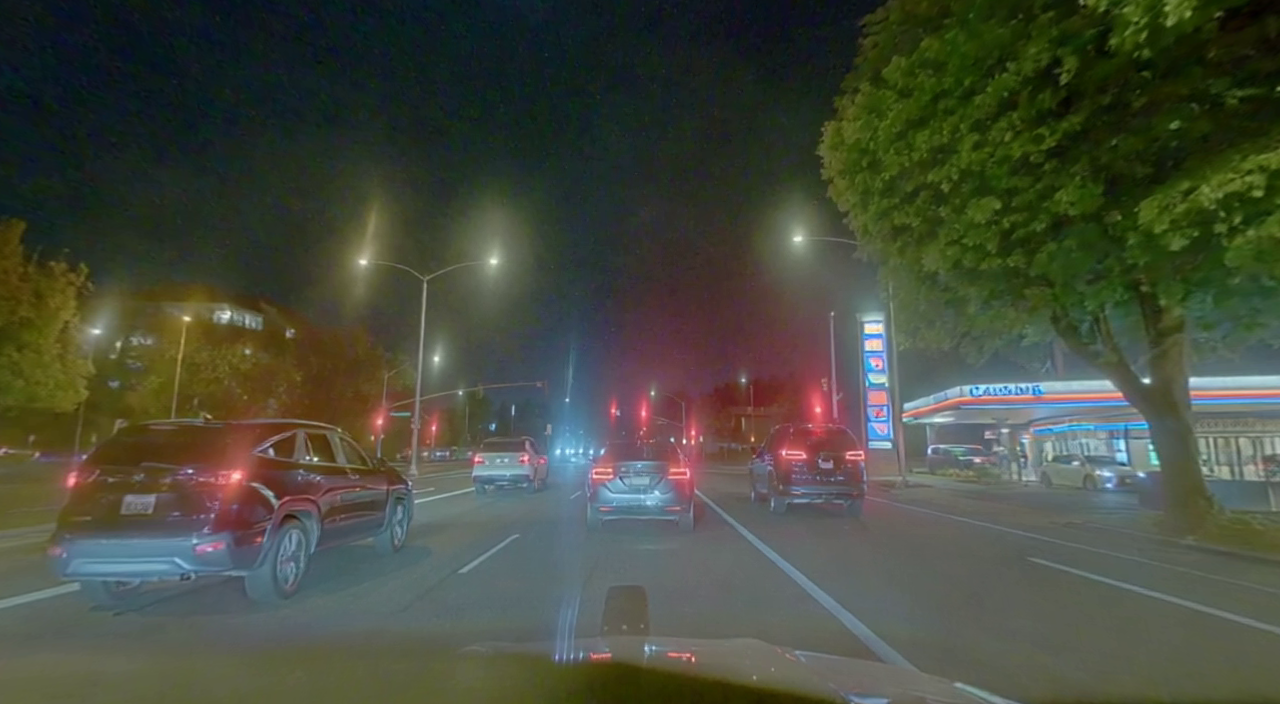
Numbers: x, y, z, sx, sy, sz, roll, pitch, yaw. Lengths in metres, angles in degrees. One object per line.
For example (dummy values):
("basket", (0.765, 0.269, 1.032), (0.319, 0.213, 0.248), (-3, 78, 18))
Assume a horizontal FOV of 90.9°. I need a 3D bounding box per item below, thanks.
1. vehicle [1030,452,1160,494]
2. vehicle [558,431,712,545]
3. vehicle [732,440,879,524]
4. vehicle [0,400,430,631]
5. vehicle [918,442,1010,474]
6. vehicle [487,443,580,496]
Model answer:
("vehicle", (17.416, 4.621, 24.473), (1.860, 1.408, 4.631), (-1, -8, 4))
("vehicle", (-0.073, 2.179, 10.764), (2.121, 1.563, 4.031), (0, -8, 0))
("vehicle", (3.252, 2.633, 13.367), (1.979, 1.485, 4.207), (0, -8, 0))
("vehicle", (-3.962, 1.496, 6.711), (1.983, 1.685, 3.997), (0, -8, 1))
("vehicle", (17.989, 5.858, 35.161), (1.907, 1.669, 4.147), (5, -9, -28))
("vehicle", (-3.245, 3.666, 20.159), (2.126, 1.490, 4.265), (0, -8, 2))
